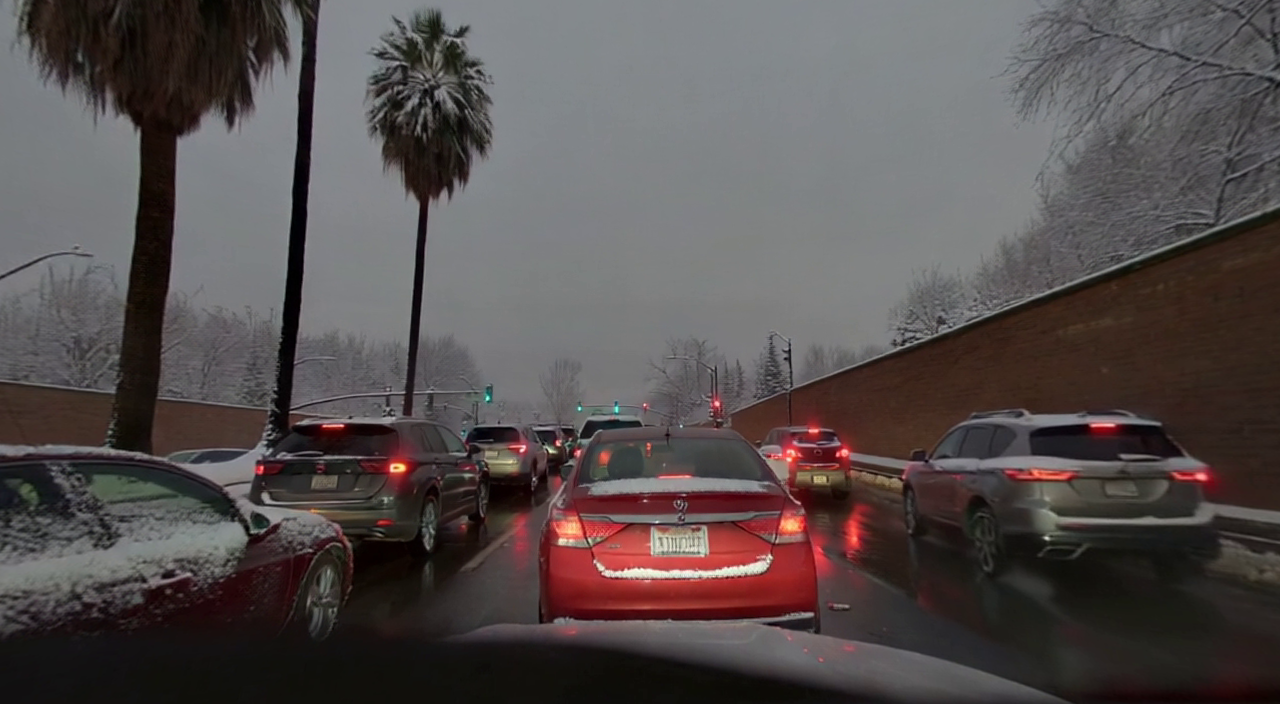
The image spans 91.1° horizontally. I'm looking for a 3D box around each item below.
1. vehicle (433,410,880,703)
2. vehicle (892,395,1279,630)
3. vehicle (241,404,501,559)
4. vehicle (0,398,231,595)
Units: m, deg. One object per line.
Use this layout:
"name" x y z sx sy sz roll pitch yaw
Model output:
"vehicle" 0.045 1.338 5.195 2.128 1.473 4.272 0 -8 -1
"vehicle" 4.427 1.524 6.988 2.112 1.717 4.432 -2 -9 10
"vehicle" -3.518 1.778 9.271 2.055 1.746 4.136 0 -8 -1
"vehicle" -6.674 1.403 6.384 1.963 1.721 4.662 0 -8 -2
